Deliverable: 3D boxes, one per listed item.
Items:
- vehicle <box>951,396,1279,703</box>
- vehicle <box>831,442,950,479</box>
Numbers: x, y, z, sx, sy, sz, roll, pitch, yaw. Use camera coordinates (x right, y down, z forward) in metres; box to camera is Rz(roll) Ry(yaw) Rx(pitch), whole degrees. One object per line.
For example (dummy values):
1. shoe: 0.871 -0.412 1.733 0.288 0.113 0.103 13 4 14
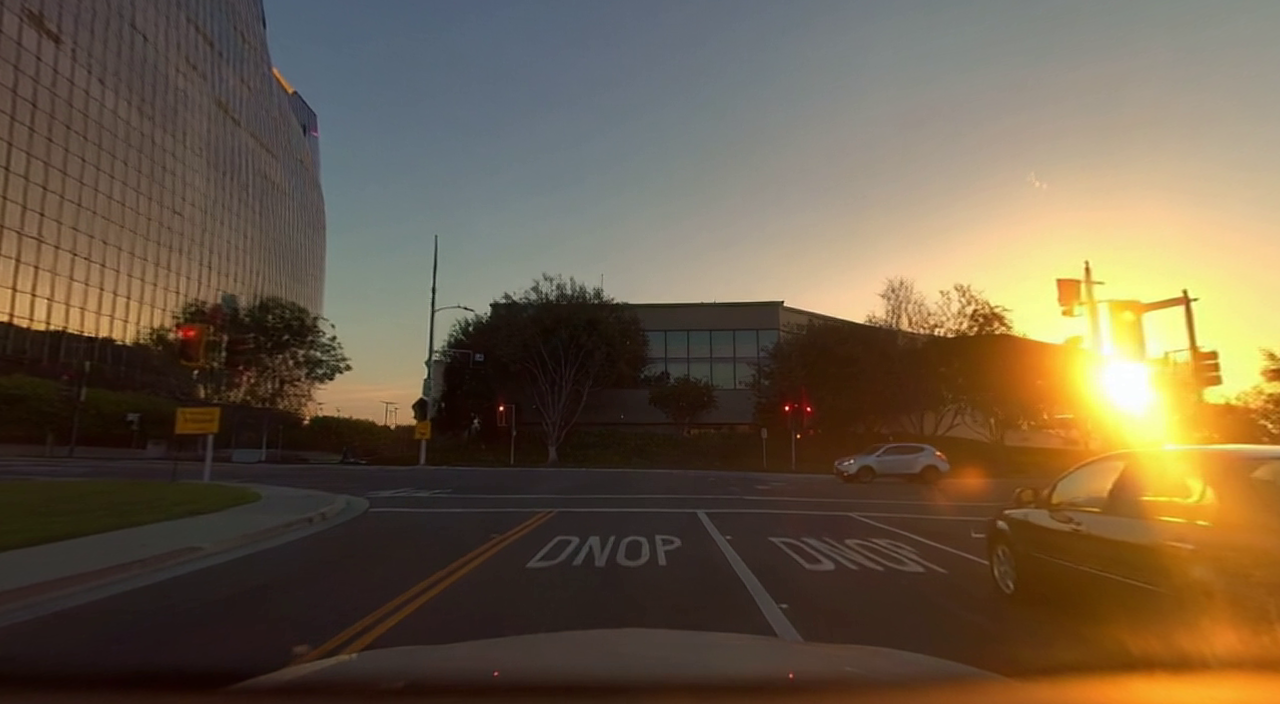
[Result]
1. vehicle: 3.746 1.083 3.325 2.036 1.583 4.911 -1 -8 5
2. vehicle: 11.748 5.090 29.748 4.715 1.671 2.030 1 -8 -5
